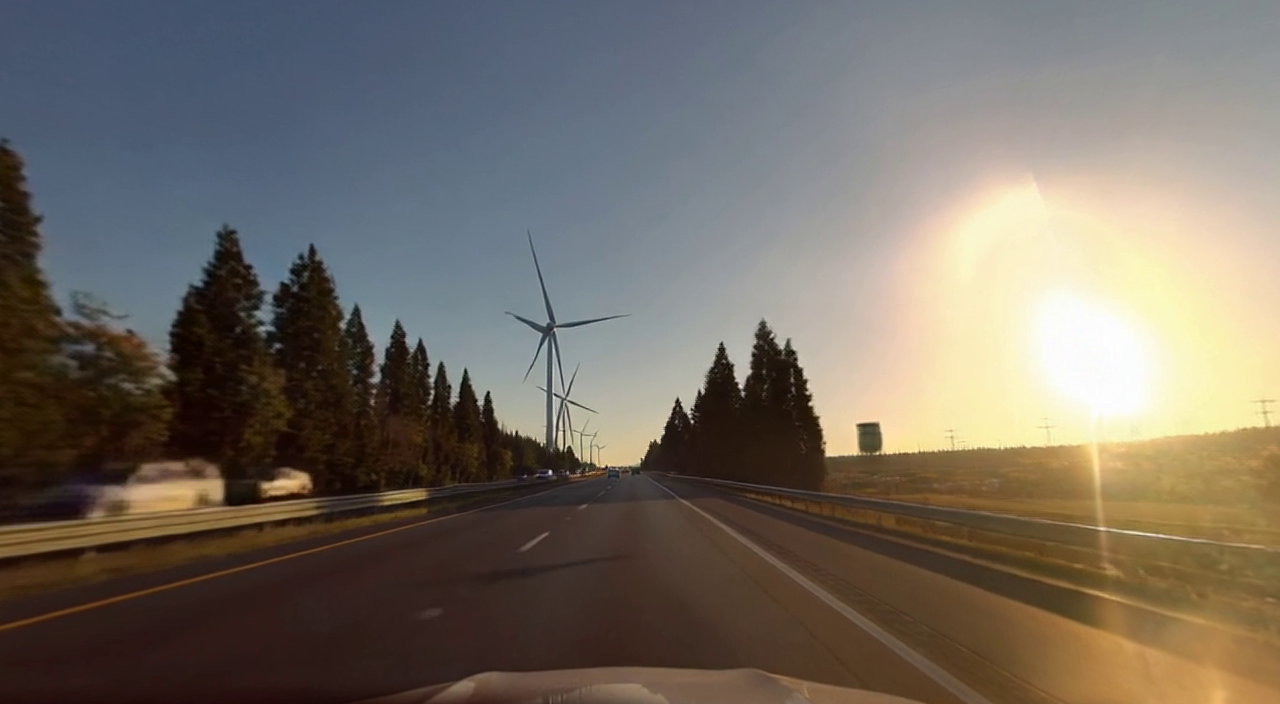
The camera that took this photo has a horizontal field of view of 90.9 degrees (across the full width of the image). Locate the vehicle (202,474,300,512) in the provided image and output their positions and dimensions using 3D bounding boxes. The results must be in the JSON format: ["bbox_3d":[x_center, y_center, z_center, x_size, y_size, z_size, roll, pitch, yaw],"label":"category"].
[{"bbox_3d":[-16.262,5.875,26.556,1.683,1.410,3.755,1,-11,0],"label":"vehicle"}]

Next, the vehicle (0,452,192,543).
[{"bbox_3d":[-12.647,3.143,14.076,1.977,1.680,4.321,1,-11,0],"label":"vehicle"}]
